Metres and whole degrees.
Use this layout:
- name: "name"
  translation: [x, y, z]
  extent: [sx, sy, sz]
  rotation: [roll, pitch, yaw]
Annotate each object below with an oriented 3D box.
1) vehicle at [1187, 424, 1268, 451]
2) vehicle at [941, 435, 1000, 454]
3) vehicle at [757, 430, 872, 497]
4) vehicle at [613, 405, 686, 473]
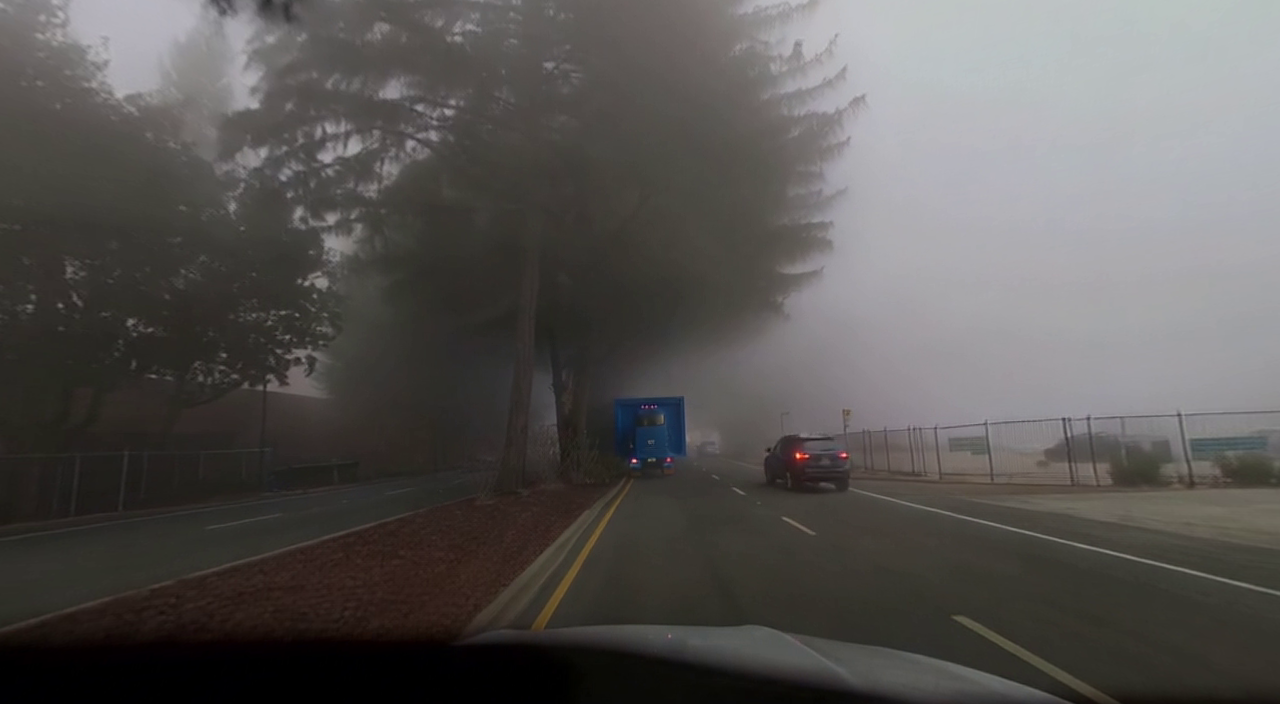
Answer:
- name: "vehicle"
  translation: [43.594, 6.346, 46.935]
  extent: [2.050, 1.801, 5.143]
  rotation: [-5, -8, 15]
- name: "vehicle"
  translation: [23.421, 6.563, 44.687]
  extent: [3.251, 1.321, 1.555]
  rotation: [-1, -9, 0]
- name: "vehicle"
  translation: [4.840, 3.161, 18.260]
  extent: [2.076, 1.661, 4.524]
  rotation: [0, -8, 1]
- name: "vehicle"
  translation: [0.530, 4.341, 31.173]
  extent: [3.197, 2.963, 7.055]
  rotation: [0, -8, 2]
